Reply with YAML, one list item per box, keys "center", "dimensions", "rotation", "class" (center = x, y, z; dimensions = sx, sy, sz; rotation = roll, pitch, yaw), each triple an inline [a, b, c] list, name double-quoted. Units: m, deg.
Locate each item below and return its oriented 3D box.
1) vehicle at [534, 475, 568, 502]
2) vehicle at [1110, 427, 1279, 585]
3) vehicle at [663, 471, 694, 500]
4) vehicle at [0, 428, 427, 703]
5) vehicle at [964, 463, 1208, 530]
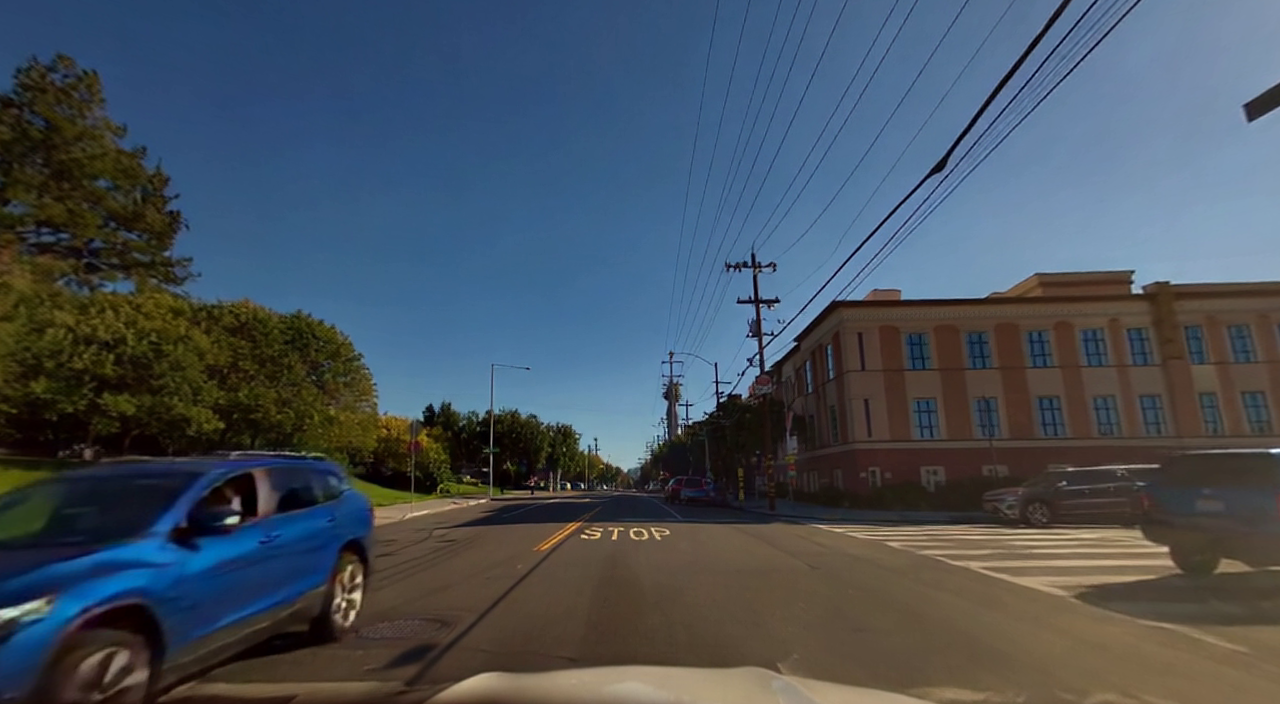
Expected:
- center: [-6.645, 10.263, 47.721]
  dimensions: [1.913, 1.682, 4.365]
  rotation: [0, -8, 1]
  class: "vehicle"
- center: [9.486, 1.978, 8.686]
  dimensions: [4.872, 1.789, 2.214]
  rotation: [2, -9, -16]
  class: "vehicle"
- center: [2.814, 9.911, 47.145]
  dimensions: [1.953, 1.774, 5.008]
  rotation: [0, -8, -1]
  class: "vehicle"
- center: [-3.247, 1.411, 4.719]
  dimensions: [1.911, 1.563, 4.057]
  rotation: [0, -8, 0]
  class: "vehicle"
- center: [11.382, 3.680, 16.390]
  dimensions: [4.771, 1.492, 2.107]
  rotation: [0, -8, -3]
  class: "vehicle"
